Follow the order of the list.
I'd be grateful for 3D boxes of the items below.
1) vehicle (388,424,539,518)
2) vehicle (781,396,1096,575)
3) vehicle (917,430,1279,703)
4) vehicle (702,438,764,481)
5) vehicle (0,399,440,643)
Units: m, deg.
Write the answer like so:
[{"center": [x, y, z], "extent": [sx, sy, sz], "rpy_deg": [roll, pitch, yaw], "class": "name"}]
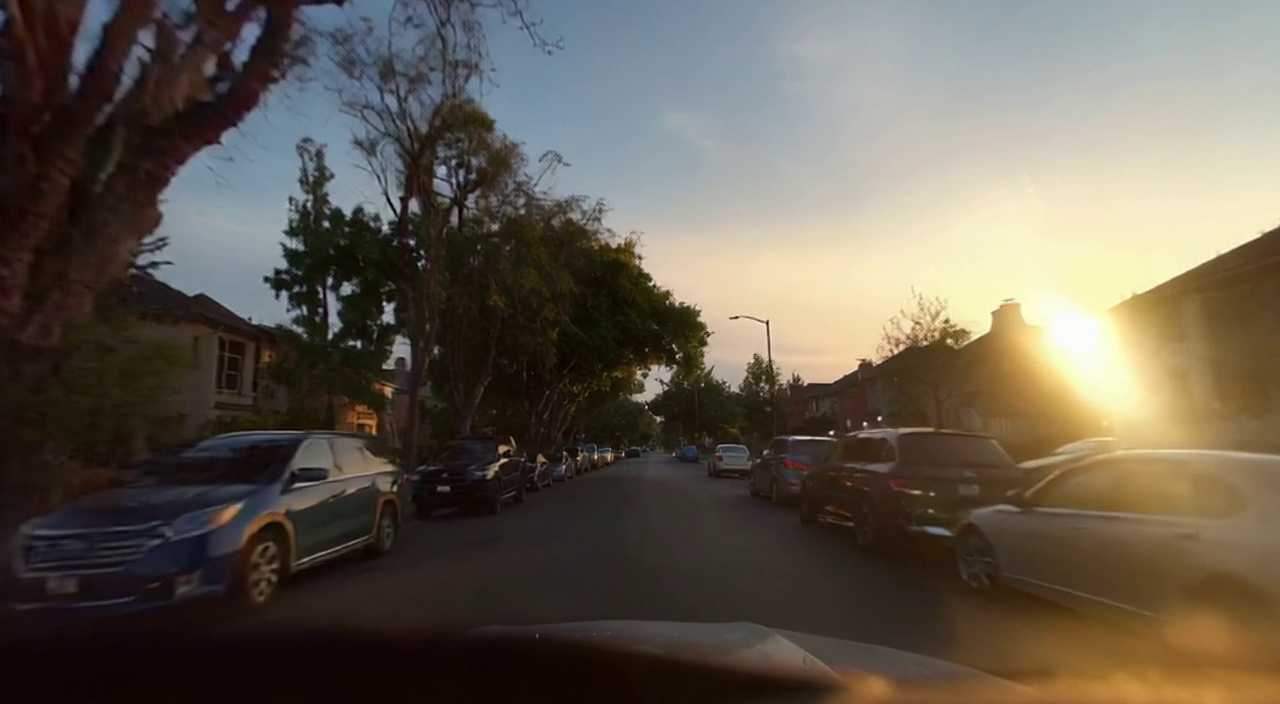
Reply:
[{"center": [-4.563, 3.185, 17.483], "extent": [2.461, 2.145, 5.415], "rpy_deg": [0, -9, 1], "class": "vehicle"}, {"center": [3.897, 1.880, 9.708], "extent": [1.995, 1.944, 5.400], "rpy_deg": [1, -9, -3], "class": "vehicle"}, {"center": [3.940, 1.324, 4.474], "extent": [1.808, 1.437, 4.337], "rpy_deg": [1, -9, -3], "class": "vehicle"}, {"center": [4.434, 5.206, 30.861], "extent": [2.306, 1.901, 4.908], "rpy_deg": [0, -9, 0], "class": "vehicle"}, {"center": [-4.712, 1.756, 7.816], "extent": [2.683, 1.923, 5.421], "rpy_deg": [0, -9, 0], "class": "vehicle"}]
